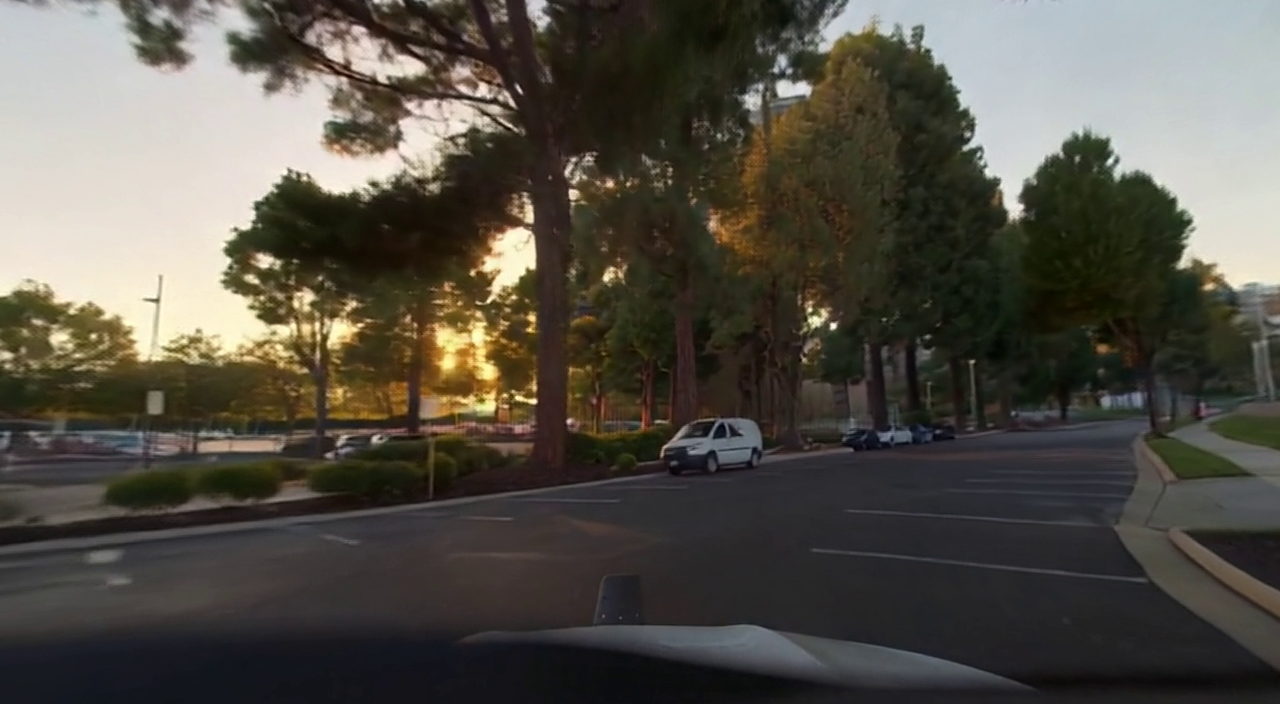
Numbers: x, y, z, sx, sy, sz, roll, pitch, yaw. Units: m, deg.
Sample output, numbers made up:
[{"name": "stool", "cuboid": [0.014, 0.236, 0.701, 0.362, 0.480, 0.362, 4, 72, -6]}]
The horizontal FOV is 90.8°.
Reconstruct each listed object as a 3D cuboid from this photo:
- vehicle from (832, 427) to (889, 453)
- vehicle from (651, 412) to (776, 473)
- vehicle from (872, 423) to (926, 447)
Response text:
[{"name": "vehicle", "cuboid": [13.386, 5.299, 38.259, 1.938, 1.191, 3.630, -14, -13, 38]}, {"name": "vehicle", "cuboid": [3.110, 3.617, 25.711, 2.433, 2.193, 5.547, -6, -9, 39]}, {"name": "vehicle", "cuboid": [17.635, 5.611, 42.925, 2.038, 1.525, 4.383, -6, -9, 40]}]
